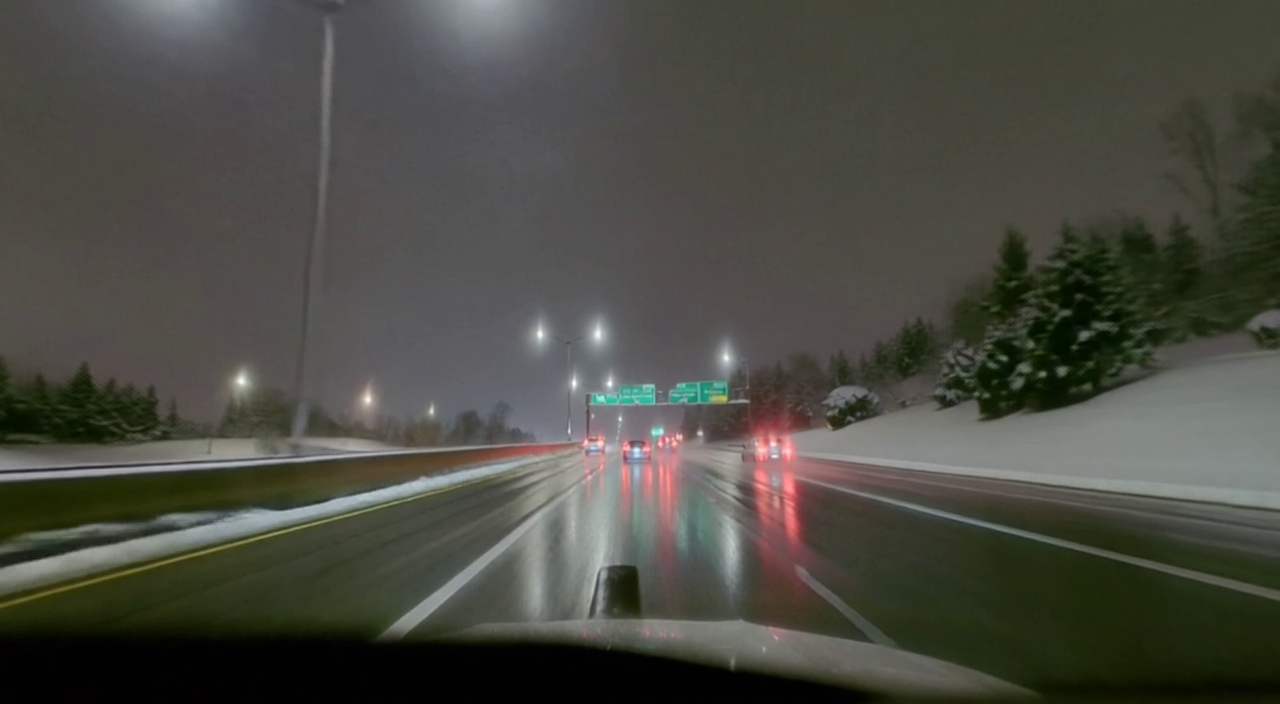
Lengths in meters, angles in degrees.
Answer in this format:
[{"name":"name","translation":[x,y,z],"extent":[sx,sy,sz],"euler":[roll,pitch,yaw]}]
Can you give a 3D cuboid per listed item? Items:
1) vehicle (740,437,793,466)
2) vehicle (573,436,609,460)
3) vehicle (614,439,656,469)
[{"name":"vehicle","translation":[6.949,5.534,35.141],"extent":[1.935,1.478,4.433],"euler":[0,-9,-1]},{"name":"vehicle","translation":[-3.418,6.854,45.133],"extent":[2.123,1.661,4.601],"euler":[0,-9,1]},{"name":"vehicle","translation":[-0.282,5.221,32.512],"extent":[1.985,1.457,4.227],"euler":[0,-9,-1]}]
